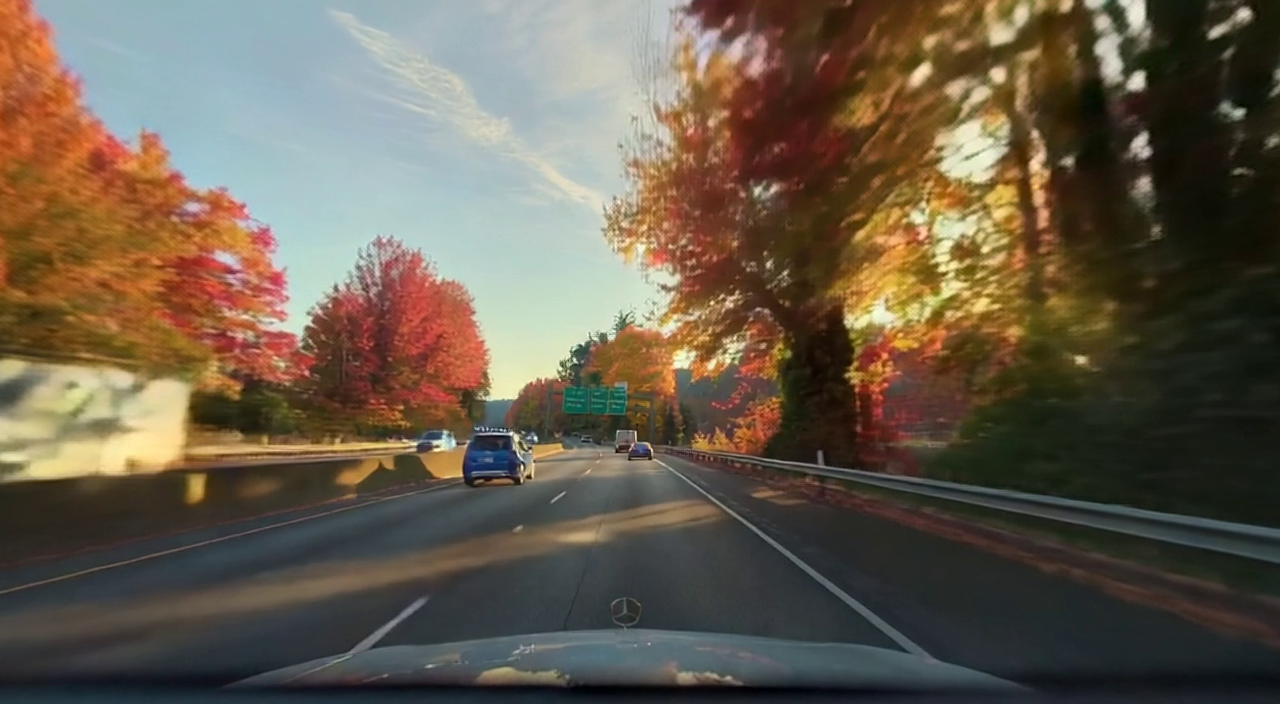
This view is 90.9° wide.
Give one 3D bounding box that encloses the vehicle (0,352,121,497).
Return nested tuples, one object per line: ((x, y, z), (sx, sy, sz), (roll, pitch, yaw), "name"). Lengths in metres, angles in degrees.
((-11.678, 1.110, 9.832), (2.276, 2.355, 5.643), (0, -8, 0), "vehicle")

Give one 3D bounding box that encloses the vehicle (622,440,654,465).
((-0.142, 6.395, 40.238), (1.939, 1.497, 3.863), (1, -8, -1), "vehicle")

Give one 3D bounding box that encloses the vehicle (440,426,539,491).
((-4.327, 3.140, 18.870), (1.924, 1.720, 4.195), (0, -8, 0), "vehicle")
